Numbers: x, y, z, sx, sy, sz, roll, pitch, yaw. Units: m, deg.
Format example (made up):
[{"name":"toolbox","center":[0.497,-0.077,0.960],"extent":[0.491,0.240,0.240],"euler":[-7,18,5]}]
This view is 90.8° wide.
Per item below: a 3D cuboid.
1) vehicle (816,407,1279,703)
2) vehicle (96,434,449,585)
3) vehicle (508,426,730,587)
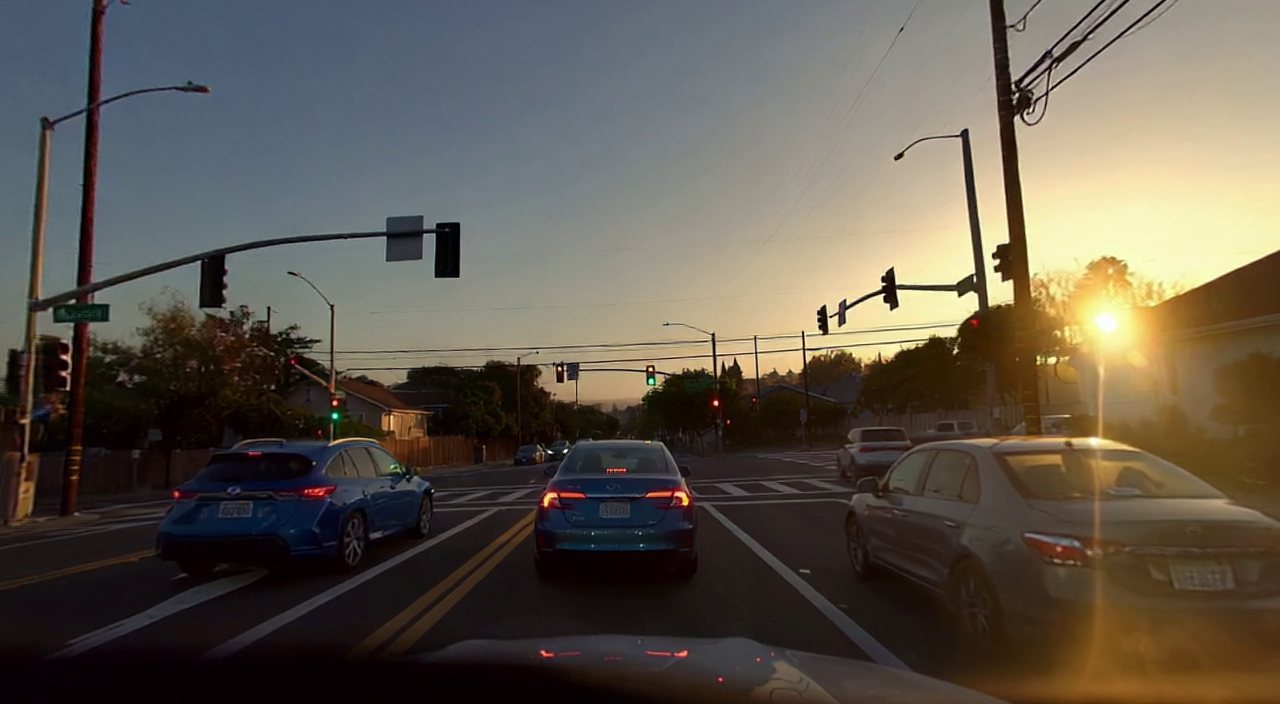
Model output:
[{"name":"vehicle","center":[2.910,1.301,5.060],"extent":[1.860,1.494,3.707],"euler":[0,-8,-1]},{"name":"vehicle","center":[-4.359,1.901,8.556],"extent":[2.106,1.492,4.312],"euler":[0,-8,1]},{"name":"vehicle","center":[-0.233,1.757,8.056],"extent":[2.061,1.485,4.196],"euler":[0,-8,-1]}]
